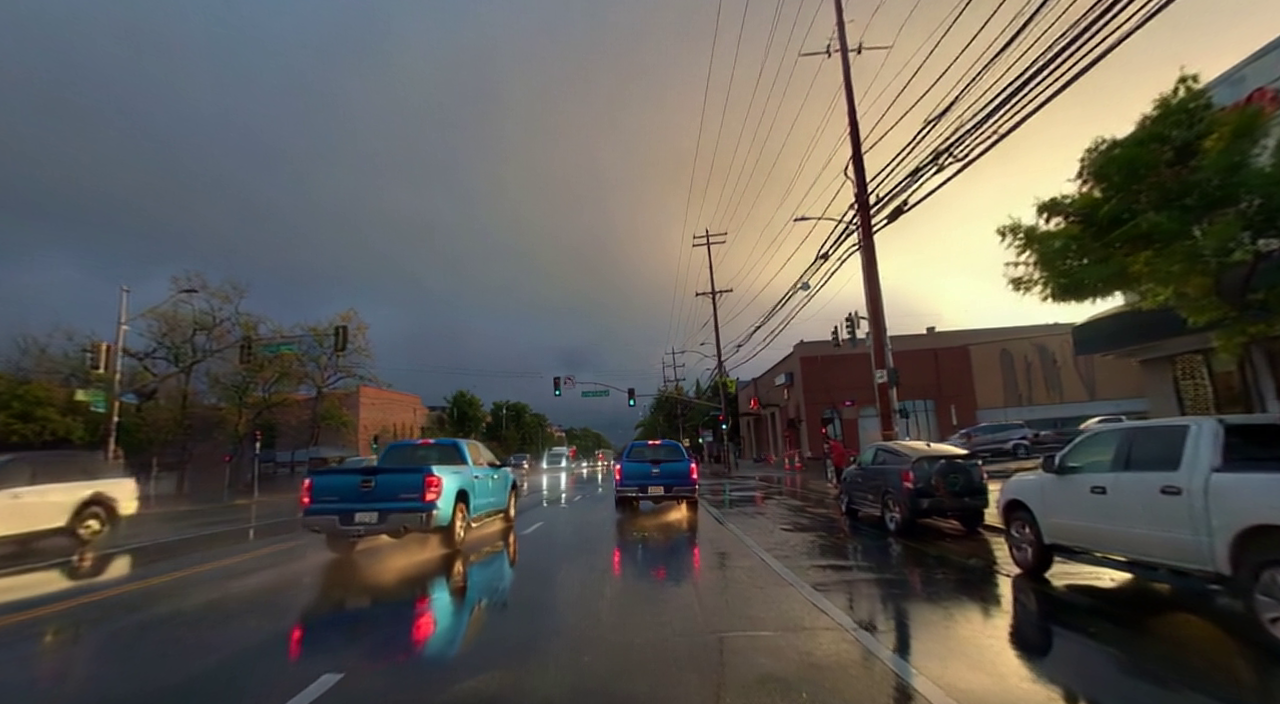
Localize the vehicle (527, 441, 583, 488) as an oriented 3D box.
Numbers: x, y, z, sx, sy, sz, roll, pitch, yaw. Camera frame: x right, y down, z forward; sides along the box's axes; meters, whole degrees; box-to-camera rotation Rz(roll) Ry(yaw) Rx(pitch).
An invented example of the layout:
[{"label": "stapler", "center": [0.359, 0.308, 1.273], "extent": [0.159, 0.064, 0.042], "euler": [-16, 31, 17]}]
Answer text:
[{"label": "vehicle", "center": [-5.788, 7.753, 43.988], "extent": [2.619, 2.948, 7.193], "euler": [0, -9, 2]}]

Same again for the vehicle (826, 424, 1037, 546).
[{"label": "vehicle", "center": [5.108, 2.363, 11.925], "extent": [1.974, 1.823, 4.576], "euler": [0, -9, 3]}]

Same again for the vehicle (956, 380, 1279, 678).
[{"label": "vehicle", "center": [4.892, 1.295, 5.247], "extent": [2.007, 1.786, 4.870], "euler": [0, -9, 1]}]

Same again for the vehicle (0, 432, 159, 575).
[{"label": "vehicle", "center": [-9.120, 1.927, 8.069], "extent": [2.040, 1.786, 4.772], "euler": [0, -9, 1]}]

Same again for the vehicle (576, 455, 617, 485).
[{"label": "vehicle", "center": [-2.775, 7.694, 41.293], "extent": [2.140, 1.768, 5.092], "euler": [0, -9, 2]}]

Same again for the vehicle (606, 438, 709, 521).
[{"label": "vehicle", "center": [0.621, 3.017, 15.548], "extent": [2.089, 1.699, 4.650], "euler": [-1, -9, 7]}]

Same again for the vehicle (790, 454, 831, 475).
[{"label": "vehicle", "center": [13.458, 8.899, 49.972], "extent": [2.075, 1.556, 4.585], "euler": [0, -9, 1]}]

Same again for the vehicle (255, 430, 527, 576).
[{"label": "vehicle", "center": [-3.148, 2.003, 9.249], "extent": [1.995, 1.554, 4.618], "euler": [0, -9, 2]}]
